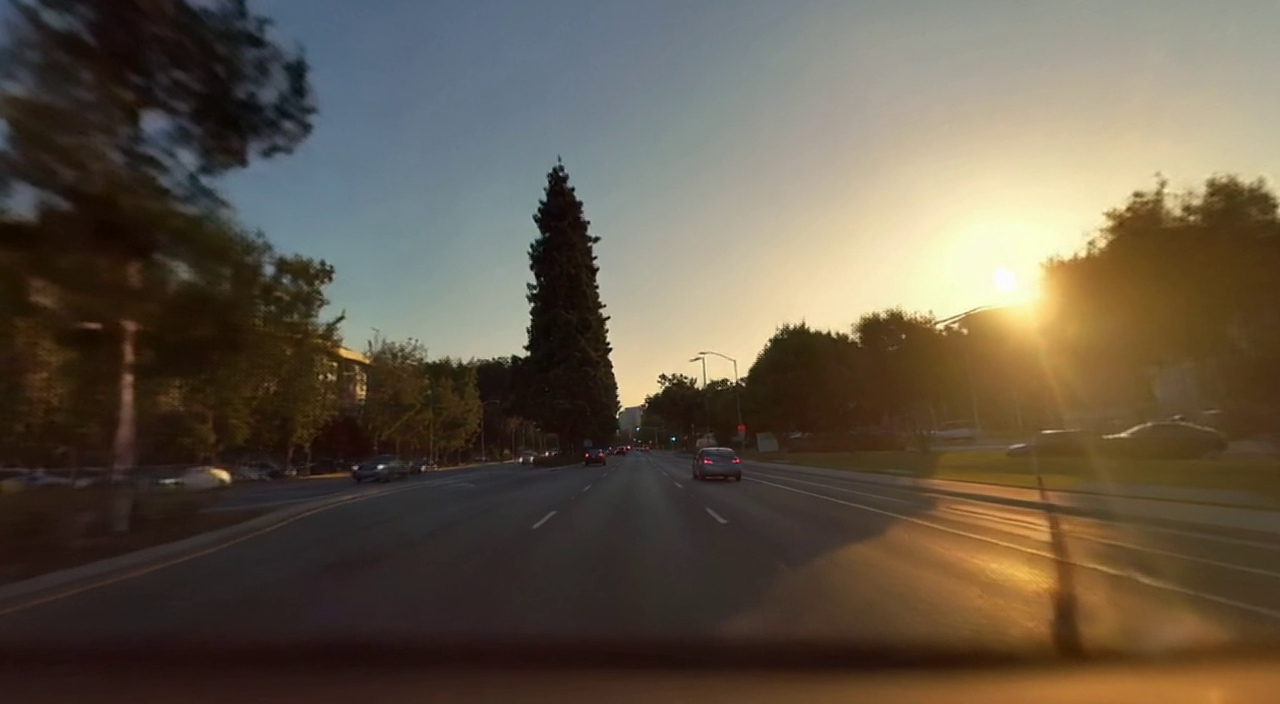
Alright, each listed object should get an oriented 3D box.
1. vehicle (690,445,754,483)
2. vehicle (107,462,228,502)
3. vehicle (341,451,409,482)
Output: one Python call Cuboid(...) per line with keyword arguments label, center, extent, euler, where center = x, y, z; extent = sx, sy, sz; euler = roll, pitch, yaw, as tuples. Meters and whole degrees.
Cuboid(label="vehicle", center=(3.348, 4.645, 26.511), extent=(1.966, 1.449, 4.290), euler=(0, -9, -2))
Cuboid(label="vehicle", center=(-24.931, 6.822, 33.515), extent=(2.025, 1.792, 4.643), euler=(-7, -11, 37))
Cuboid(label="vehicle", center=(-16.125, 6.954, 38.756), extent=(2.093, 1.709, 4.952), euler=(0, -9, -1))
